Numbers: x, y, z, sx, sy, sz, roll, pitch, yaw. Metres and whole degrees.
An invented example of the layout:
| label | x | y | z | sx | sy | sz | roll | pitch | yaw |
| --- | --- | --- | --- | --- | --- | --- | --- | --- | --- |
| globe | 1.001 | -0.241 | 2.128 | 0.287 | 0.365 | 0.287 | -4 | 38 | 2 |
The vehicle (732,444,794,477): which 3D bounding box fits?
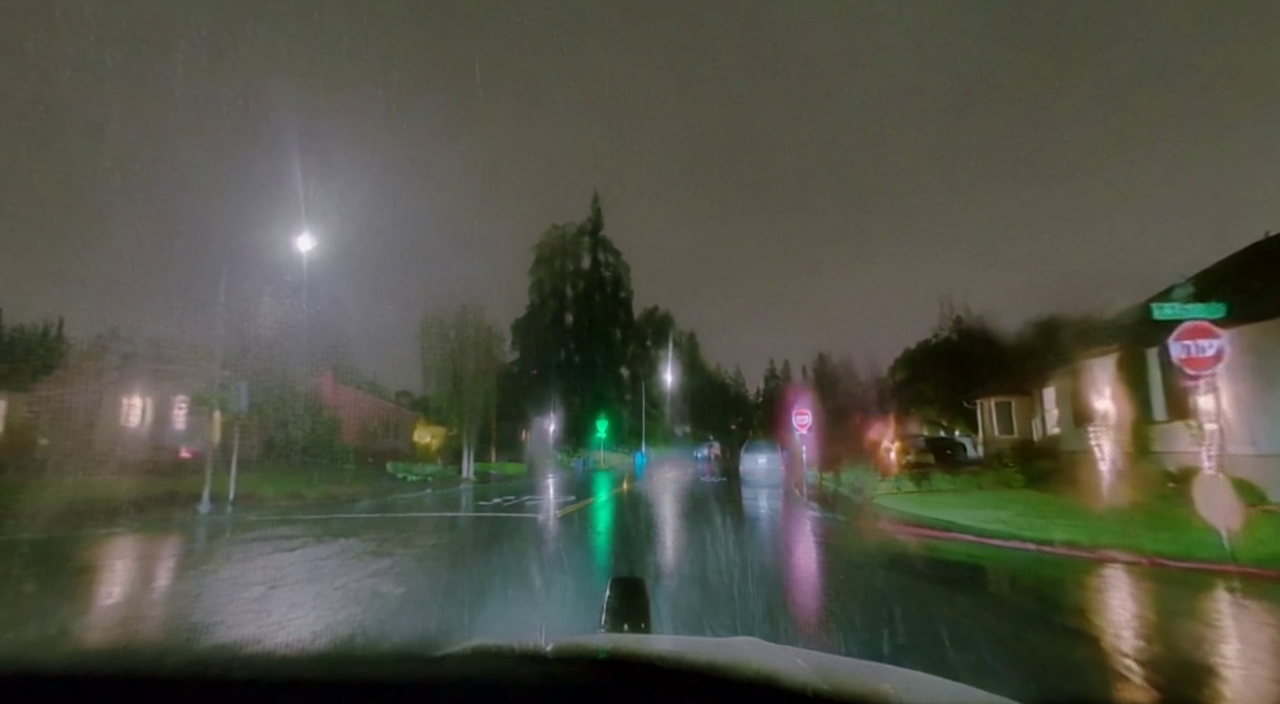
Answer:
| label | x | y | z | sx | sy | sz | roll | pitch | yaw |
| --- | --- | --- | --- | --- | --- | --- | --- | --- | --- |
| vehicle | 6.957 | 5.989 | 35.180 | 2.692 | 1.649 | 4.689 | -3 | -9 | 20 |
